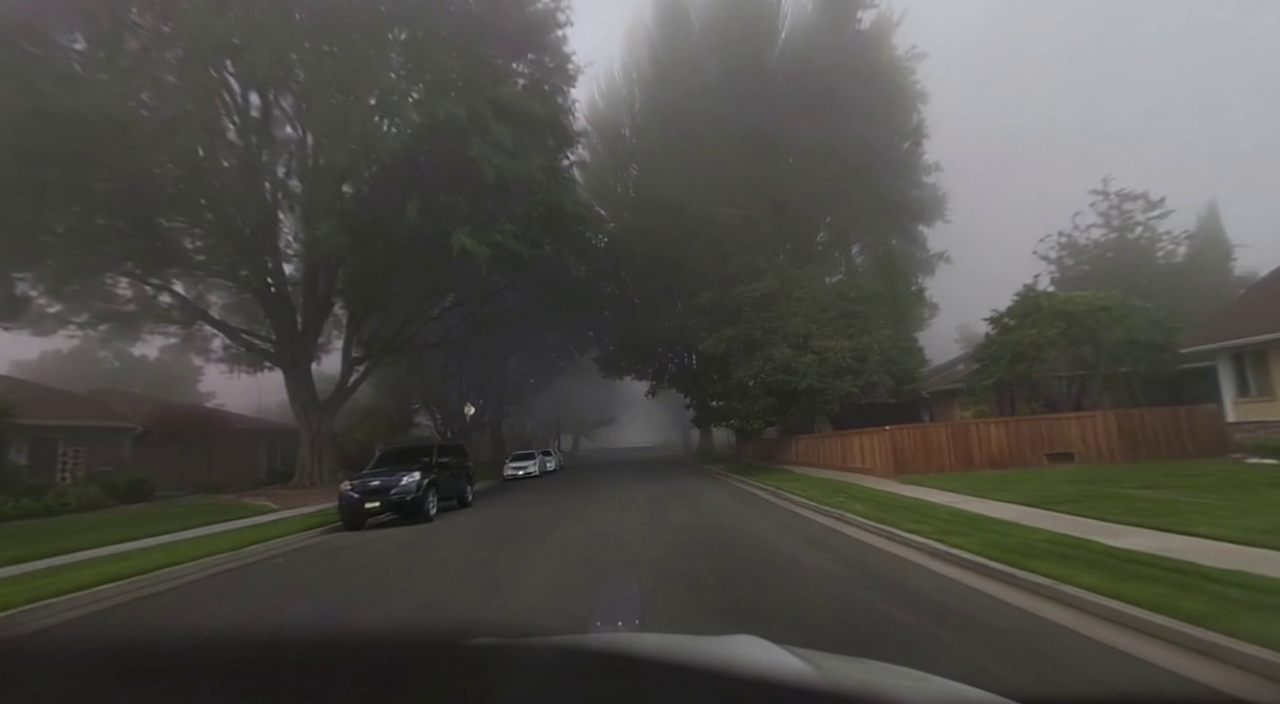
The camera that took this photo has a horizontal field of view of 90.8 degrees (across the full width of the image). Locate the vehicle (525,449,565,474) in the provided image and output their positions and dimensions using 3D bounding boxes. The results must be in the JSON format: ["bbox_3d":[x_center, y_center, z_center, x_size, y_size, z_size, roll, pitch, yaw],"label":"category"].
[{"bbox_3d":[-5.994,6.949,40.277,1.901,1.468,4.212,0,-8,0],"label":"vehicle"}]

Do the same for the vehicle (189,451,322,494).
[{"bbox_3d":[-16.886,5.293,27.944,4.546,1.791,1.992,0,-8,-2],"label":"vehicle"}]

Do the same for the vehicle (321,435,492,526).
[{"bbox_3d":[-5.605,3.135,16.226,2.341,1.886,5.684,0,-8,-1],"label":"vehicle"}]
